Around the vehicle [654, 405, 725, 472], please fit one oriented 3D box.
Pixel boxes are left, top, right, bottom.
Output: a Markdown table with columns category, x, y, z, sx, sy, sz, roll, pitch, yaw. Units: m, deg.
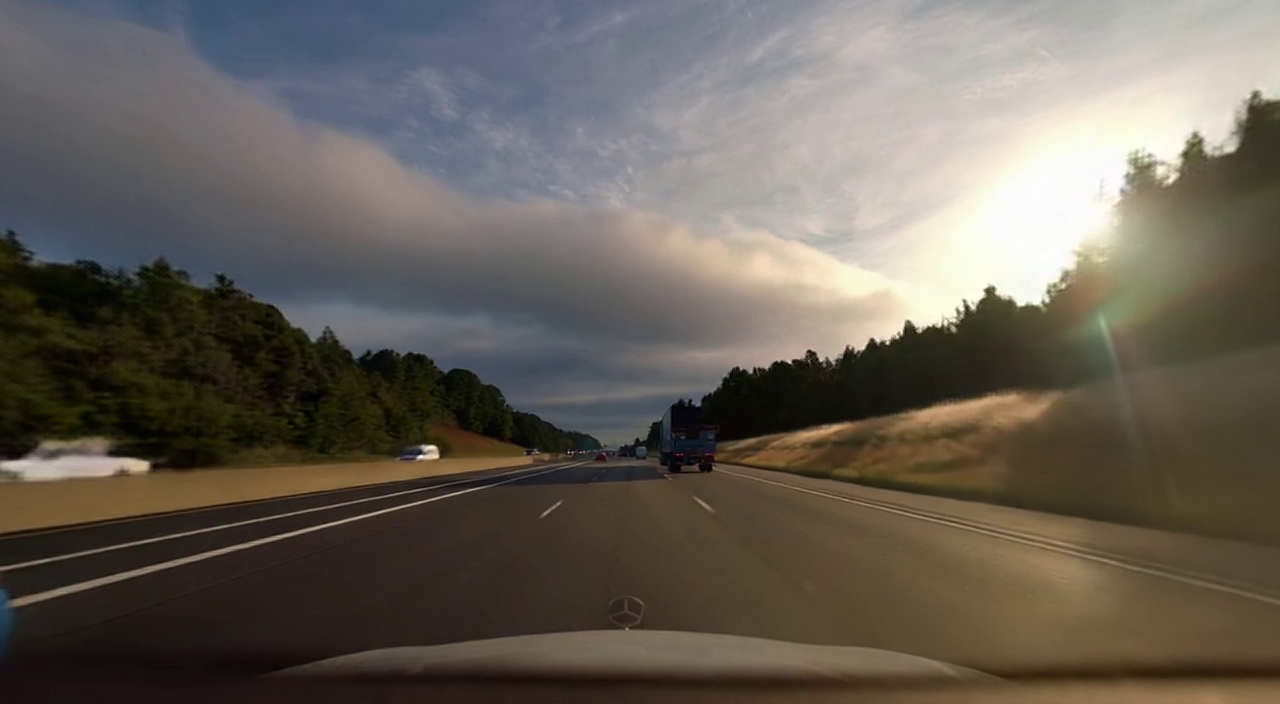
| category | x | y | z | sx | sy | sz | roll | pitch | yaw |
| --- | --- | --- | --- | --- | --- | --- | --- | --- | --- |
| vehicle | 3.366 | 6.864 | 48.849 | 3.532 | 4.201 | 17.611 | 0 | -9 | -2 |
